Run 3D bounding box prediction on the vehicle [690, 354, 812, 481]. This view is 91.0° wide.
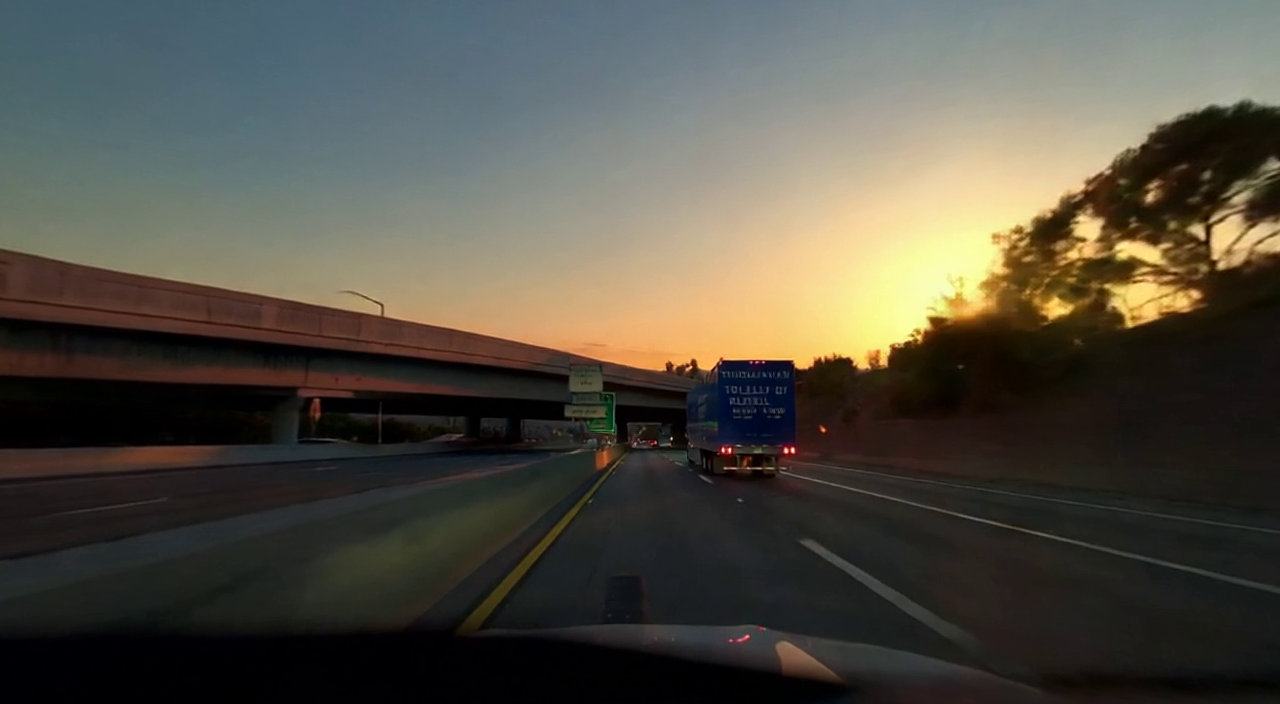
[{"bbox_3d":[4.122,3.099,27.388,3.006,4.093,14.142,0,-8,1],"label":"vehicle"}]
